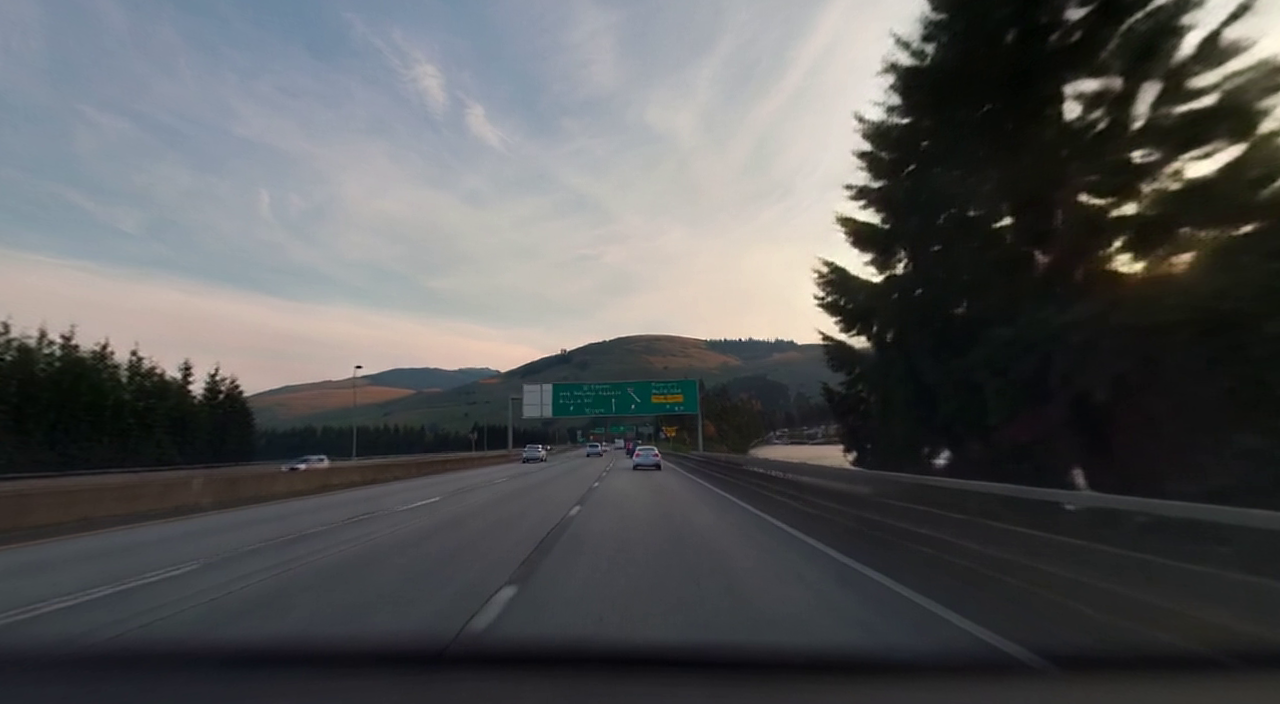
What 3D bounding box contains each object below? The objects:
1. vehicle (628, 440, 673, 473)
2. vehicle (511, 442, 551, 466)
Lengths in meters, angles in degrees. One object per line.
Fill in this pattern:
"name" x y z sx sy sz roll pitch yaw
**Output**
"vehicle" 0.428 5.029 30.492 2.019 1.475 4.301 0 -9 -2
"vehicle" -7.068 6.647 41.185 1.955 1.468 3.637 0 -9 -1
